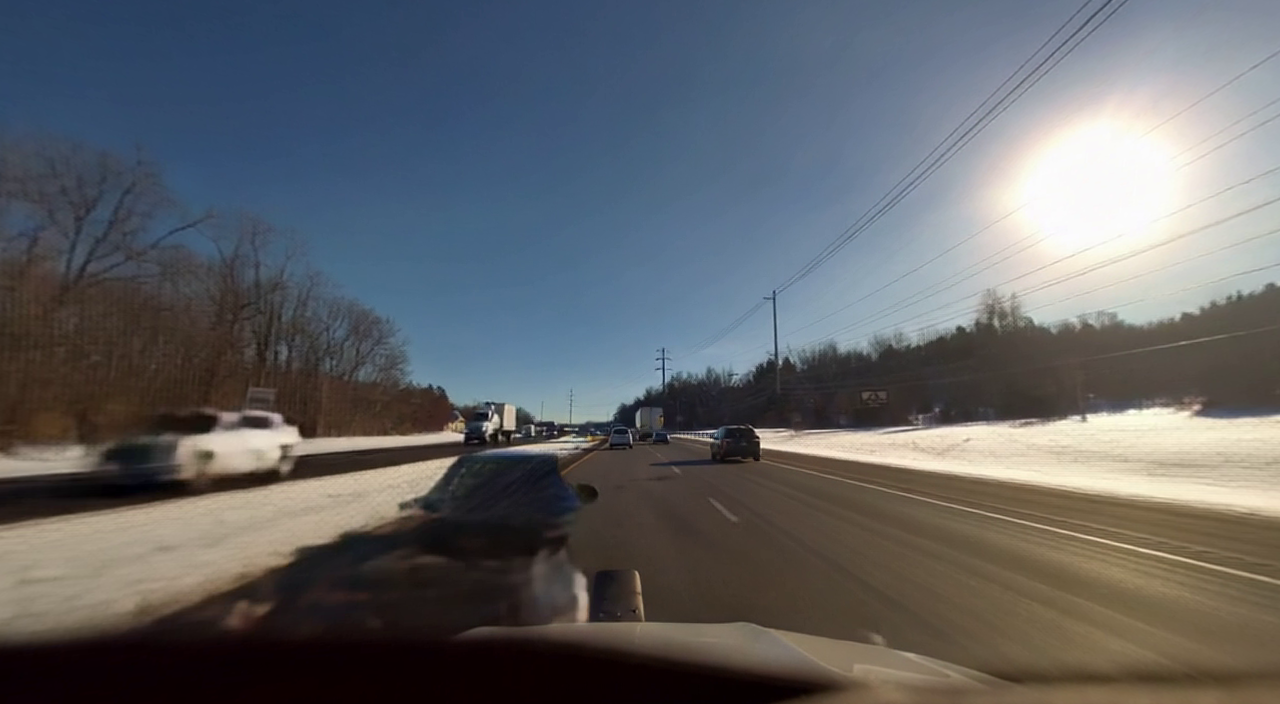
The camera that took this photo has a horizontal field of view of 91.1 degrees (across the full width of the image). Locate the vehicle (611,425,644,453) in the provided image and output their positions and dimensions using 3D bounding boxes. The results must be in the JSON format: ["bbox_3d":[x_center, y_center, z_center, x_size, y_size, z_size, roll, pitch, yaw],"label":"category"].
[{"bbox_3d":[-0.794,5.546,40.109,2.019,1.642,3.790,0,-8,-1],"label":"vehicle"}]

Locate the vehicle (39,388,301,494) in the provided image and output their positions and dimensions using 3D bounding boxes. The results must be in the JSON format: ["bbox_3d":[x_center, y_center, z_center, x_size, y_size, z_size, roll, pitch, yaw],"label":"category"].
[{"bbox_3d":[-9.059,1.779,12.734,1.996,1.760,4.273,0,-8,-1],"label":"vehicle"}]

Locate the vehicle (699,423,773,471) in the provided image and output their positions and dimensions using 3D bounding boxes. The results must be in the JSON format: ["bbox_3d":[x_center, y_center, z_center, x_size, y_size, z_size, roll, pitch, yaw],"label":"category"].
[{"bbox_3d":[3.421,3.470,23.148,2.062,1.581,3.914,0,-8,-1],"label":"vehicle"}]

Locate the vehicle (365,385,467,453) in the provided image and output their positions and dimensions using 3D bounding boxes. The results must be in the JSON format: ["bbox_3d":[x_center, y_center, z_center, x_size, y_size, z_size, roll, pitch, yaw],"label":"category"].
[{"bbox_3d":[-13.524,4.284,39.127,3.066,3.694,9.874,0,-8,-2],"label":"vehicle"}]
